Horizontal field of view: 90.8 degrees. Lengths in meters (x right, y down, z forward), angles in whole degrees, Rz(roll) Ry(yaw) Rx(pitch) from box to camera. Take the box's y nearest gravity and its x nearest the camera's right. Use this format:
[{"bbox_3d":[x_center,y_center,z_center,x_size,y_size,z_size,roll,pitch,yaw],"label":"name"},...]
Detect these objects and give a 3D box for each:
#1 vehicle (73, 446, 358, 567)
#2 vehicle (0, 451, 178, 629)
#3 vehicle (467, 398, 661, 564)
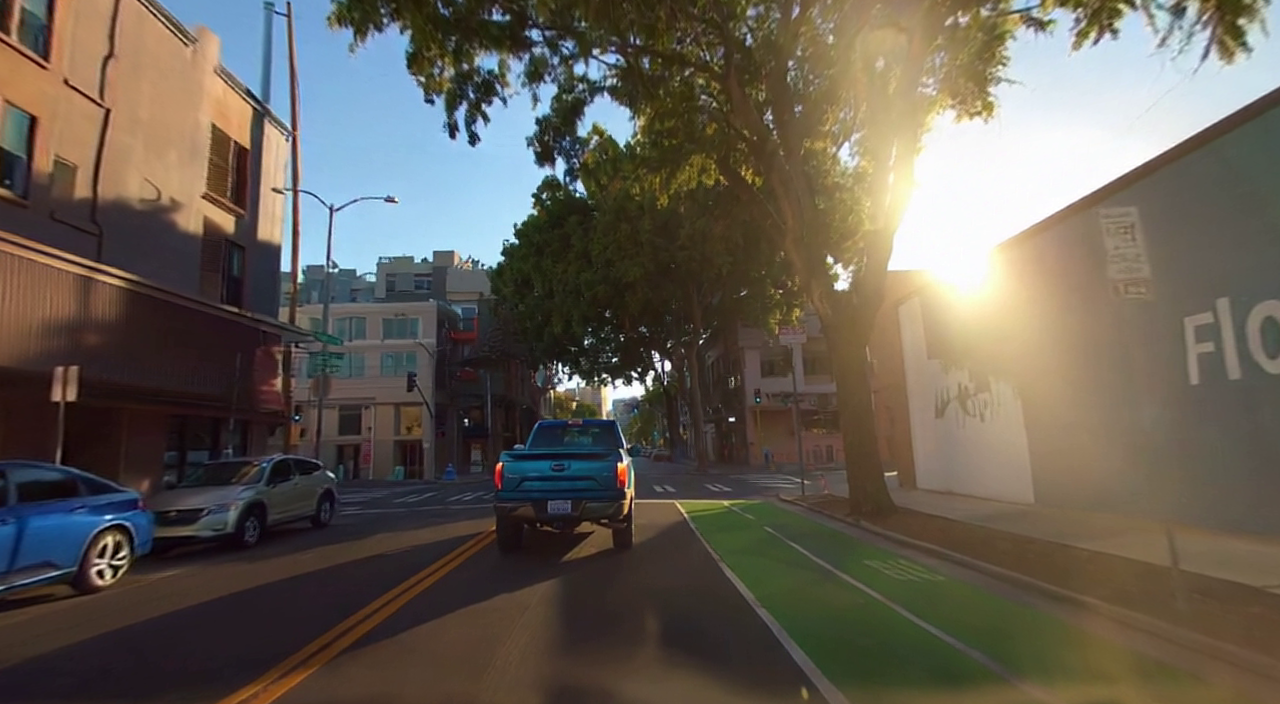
[{"bbox_3d":[-7.440,2.669,11.948,1.884,1.730,5.076,0,-8,0],"label":"vehicle"},{"bbox_3d":[-7.178,1.884,6.308,1.882,1.686,4.489,-1,-8,-3],"label":"vehicle"},{"bbox_3d":[-0.863,1.820,9.645,2.215,1.882,4.611,0,-8,0],"label":"vehicle"}]
